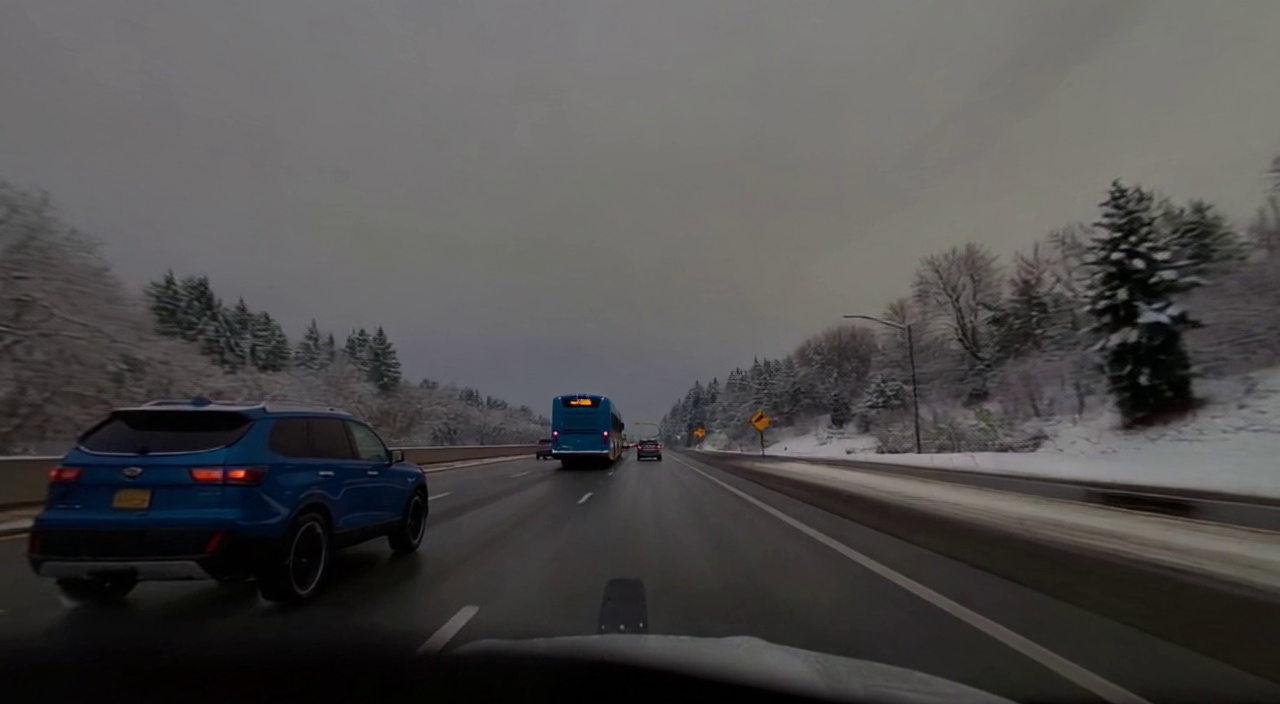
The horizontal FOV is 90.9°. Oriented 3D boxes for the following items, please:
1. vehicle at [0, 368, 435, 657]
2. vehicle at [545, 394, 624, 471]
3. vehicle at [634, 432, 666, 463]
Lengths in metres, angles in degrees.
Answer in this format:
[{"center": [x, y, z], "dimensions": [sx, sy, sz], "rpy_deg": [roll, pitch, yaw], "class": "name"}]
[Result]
[{"center": [-3.707, 1.274, 5.980], "dimensions": [2.021, 1.730, 4.223], "rpy_deg": [0, -8, 1], "class": "vehicle"}, {"center": [-2.863, 4.823, 36.909], "dimensions": [3.382, 3.712, 11.766], "rpy_deg": [1, -9, 1], "class": "vehicle"}, {"center": [0.675, 6.577, 43.443], "dimensions": [2.083, 2.001, 4.782], "rpy_deg": [0, -8, 1], "class": "vehicle"}]
